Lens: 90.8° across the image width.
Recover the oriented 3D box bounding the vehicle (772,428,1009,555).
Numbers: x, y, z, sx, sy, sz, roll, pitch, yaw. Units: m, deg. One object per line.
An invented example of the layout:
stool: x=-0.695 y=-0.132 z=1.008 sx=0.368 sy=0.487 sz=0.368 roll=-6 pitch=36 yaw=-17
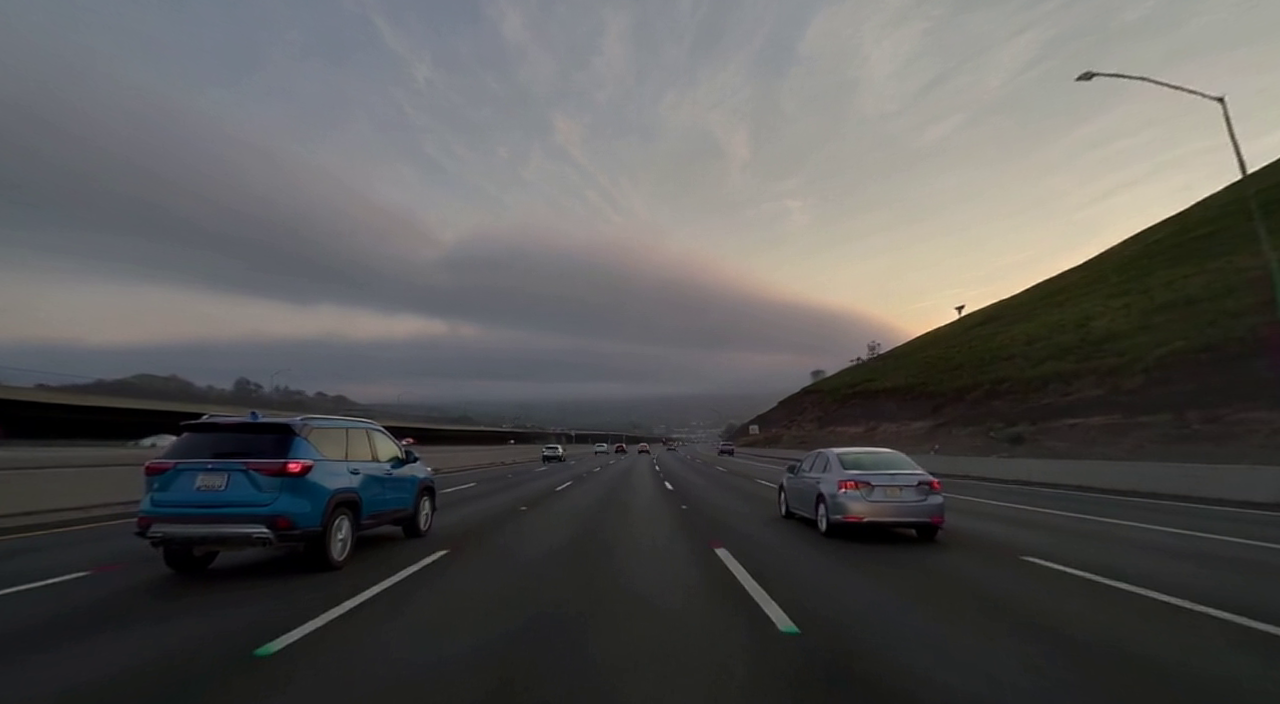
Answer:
vehicle: x=3.475 y=2.006 z=9.813 sx=1.847 sy=1.493 sz=4.303 roll=0 pitch=-9 yaw=-1

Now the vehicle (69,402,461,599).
vehicle: x=-3.972 y=1.662 z=7.971 sx=2.047 sy=1.715 sz=4.689 roll=0 pitch=-9 yaw=0
